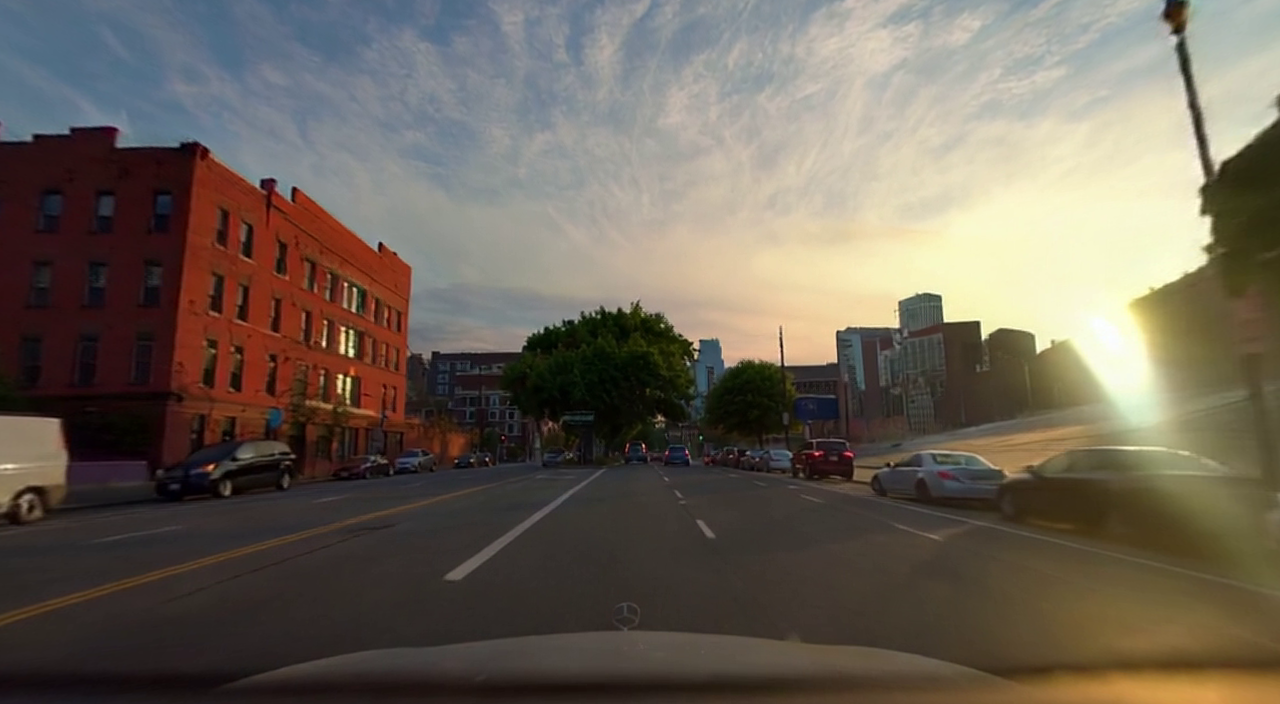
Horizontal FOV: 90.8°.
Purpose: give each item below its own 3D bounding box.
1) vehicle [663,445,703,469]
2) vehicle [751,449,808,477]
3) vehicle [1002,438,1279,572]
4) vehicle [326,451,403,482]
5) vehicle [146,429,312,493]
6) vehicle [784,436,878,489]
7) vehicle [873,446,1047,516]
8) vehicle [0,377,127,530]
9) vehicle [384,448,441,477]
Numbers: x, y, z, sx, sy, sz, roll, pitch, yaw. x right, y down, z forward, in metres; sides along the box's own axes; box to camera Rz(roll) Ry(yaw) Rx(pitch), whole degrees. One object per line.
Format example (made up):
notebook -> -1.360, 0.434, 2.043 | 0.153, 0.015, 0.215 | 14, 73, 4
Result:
vehicle -> 2.850, 7.142, 43.138 | 2.238, 1.499, 4.964 | 0, -8, -2
vehicle -> 7.845, 6.300, 36.024 | 2.030, 1.444, 4.832 | 0, -9, -2
vehicle -> 7.882, 2.204, 9.840 | 2.054, 1.628, 3.841 | 0, -9, -2
vehicle -> -14.995, 6.244, 34.717 | 1.953, 1.456, 4.690 | 0, -8, 2
vehicle -> -14.325, 3.993, 22.574 | 2.330, 2.013, 5.310 | 0, -12, -1
vehicle -> 7.892, 4.618, 26.785 | 2.305, 1.984, 5.002 | 0, -9, -1
vehicle -> 7.846, 3.183, 16.115 | 2.018, 1.489, 4.620 | -1, -9, 0
vehicle -> -14.604, 1.985, 12.432 | 3.047, 3.098, 6.783 | 1, -8, 2
vehicle -> -15.054, 7.287, 42.058 | 2.063, 1.735, 4.317 | 1, -8, 1
